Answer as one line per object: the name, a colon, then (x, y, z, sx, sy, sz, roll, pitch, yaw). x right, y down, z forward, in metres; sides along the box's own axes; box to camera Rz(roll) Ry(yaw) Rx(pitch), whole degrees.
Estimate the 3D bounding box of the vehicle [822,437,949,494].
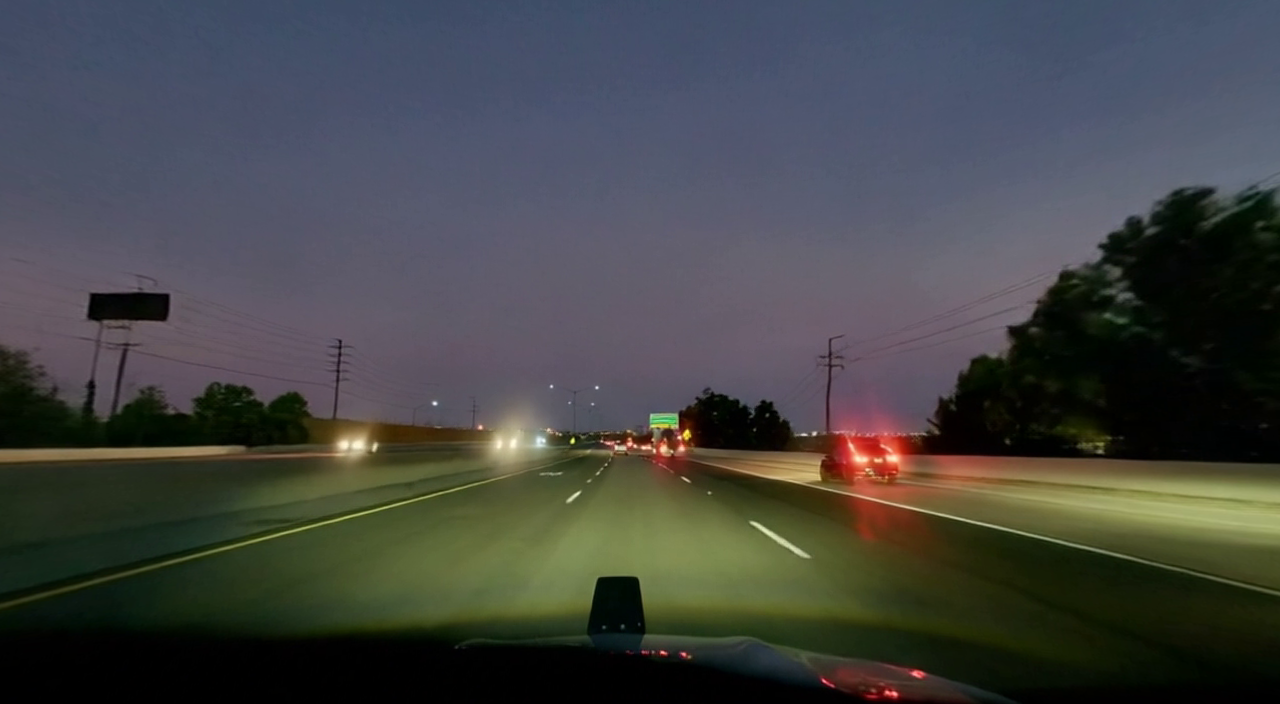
vehicle: (7.176, 3.352, 19.045, 1.905, 1.480, 4.624, 0, -8, -1)
